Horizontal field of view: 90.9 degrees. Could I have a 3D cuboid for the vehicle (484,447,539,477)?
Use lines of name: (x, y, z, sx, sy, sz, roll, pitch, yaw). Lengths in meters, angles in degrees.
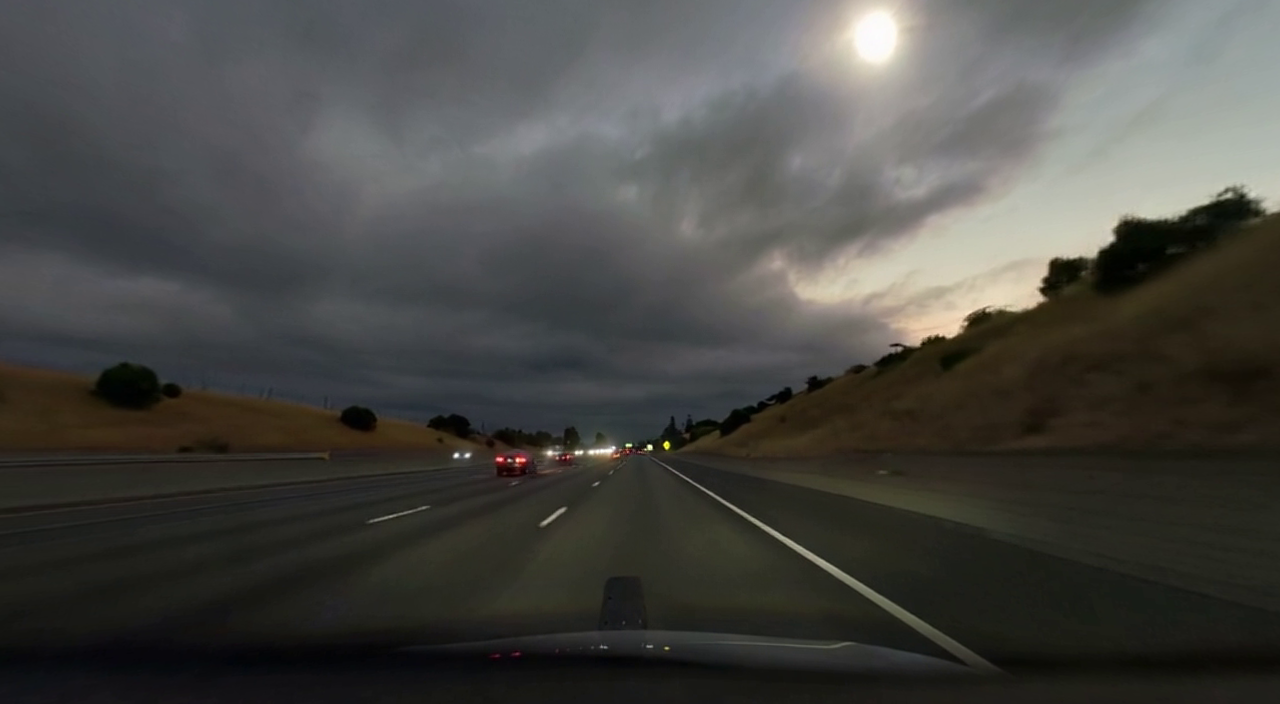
vehicle: (-6.946, 5.992, 34.628, 2.015, 1.483, 4.626, 0, -9, 0)
